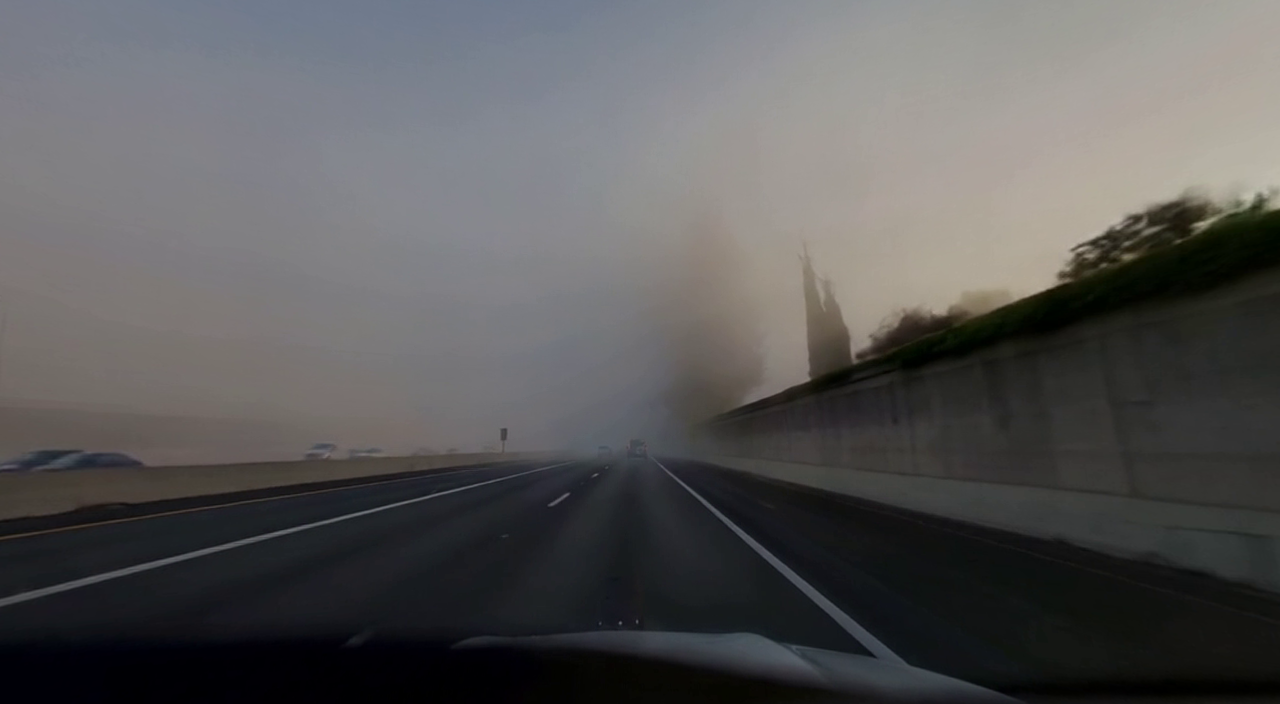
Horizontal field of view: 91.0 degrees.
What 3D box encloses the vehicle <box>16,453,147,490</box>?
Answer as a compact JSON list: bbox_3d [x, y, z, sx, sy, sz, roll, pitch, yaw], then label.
[{"bbox_3d":[-25.840,5.528,29.406,1.878,1.536,4.552,0,-9,1],"label":"vehicle"}]
